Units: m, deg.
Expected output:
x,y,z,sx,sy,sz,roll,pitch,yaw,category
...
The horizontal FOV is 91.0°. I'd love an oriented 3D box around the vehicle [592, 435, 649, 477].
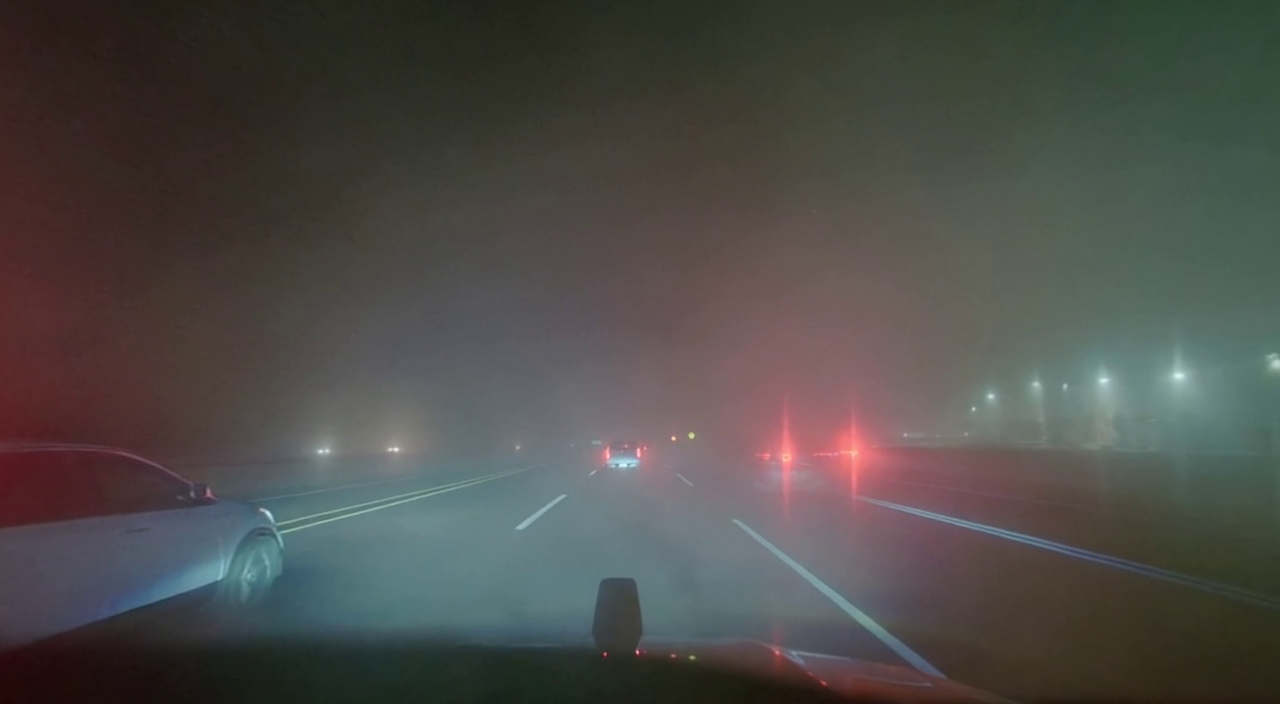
x,y,z,sx,sy,sz,roll,pitch,yaw,category
-0.738,4.233,25.826,2.147,1.576,3.964,0,-8,0,vehicle
